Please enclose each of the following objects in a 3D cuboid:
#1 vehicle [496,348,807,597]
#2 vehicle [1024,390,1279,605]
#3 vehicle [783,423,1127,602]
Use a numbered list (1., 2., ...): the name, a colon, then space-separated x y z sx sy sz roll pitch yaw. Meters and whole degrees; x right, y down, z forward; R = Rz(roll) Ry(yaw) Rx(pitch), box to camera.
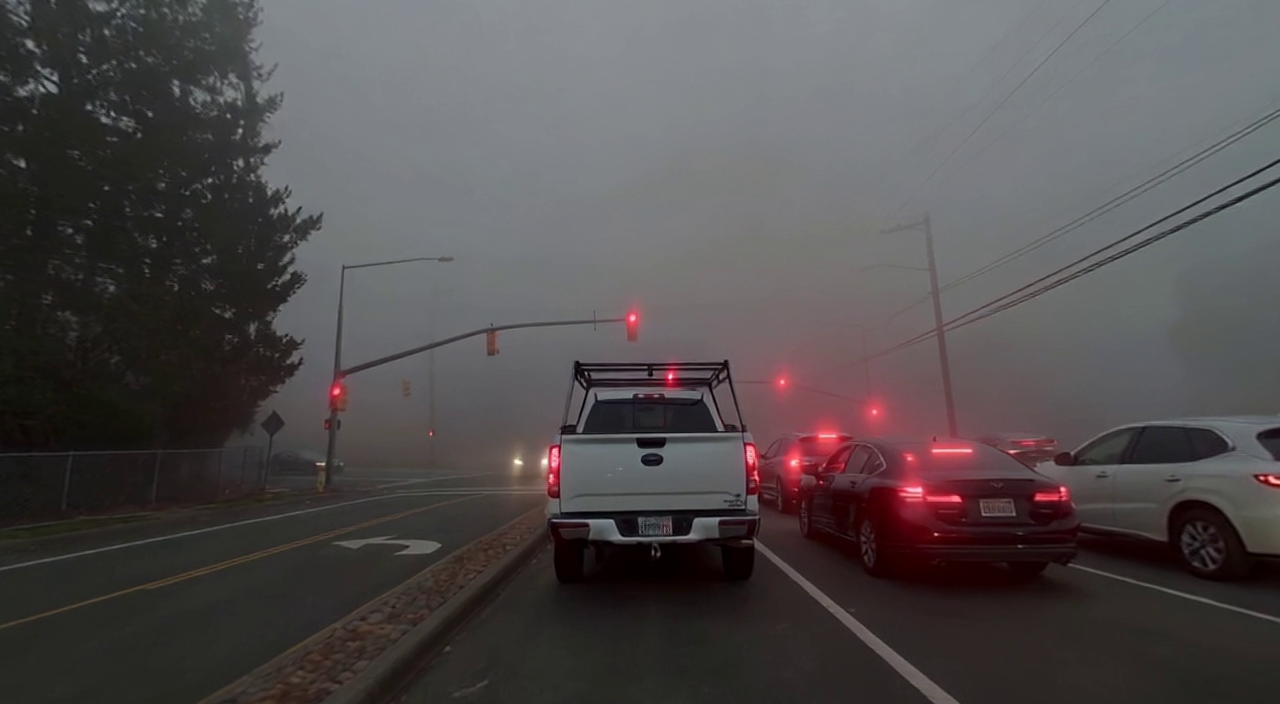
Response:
1. vehicle: 0.149 1.542 8.944 2.831 2.284 6.149 0 -8 1
2. vehicle: 6.175 1.349 6.249 1.982 1.727 4.352 0 -8 0
3. vehicle: 3.123 1.657 7.418 1.993 1.495 4.060 0 -8 1
